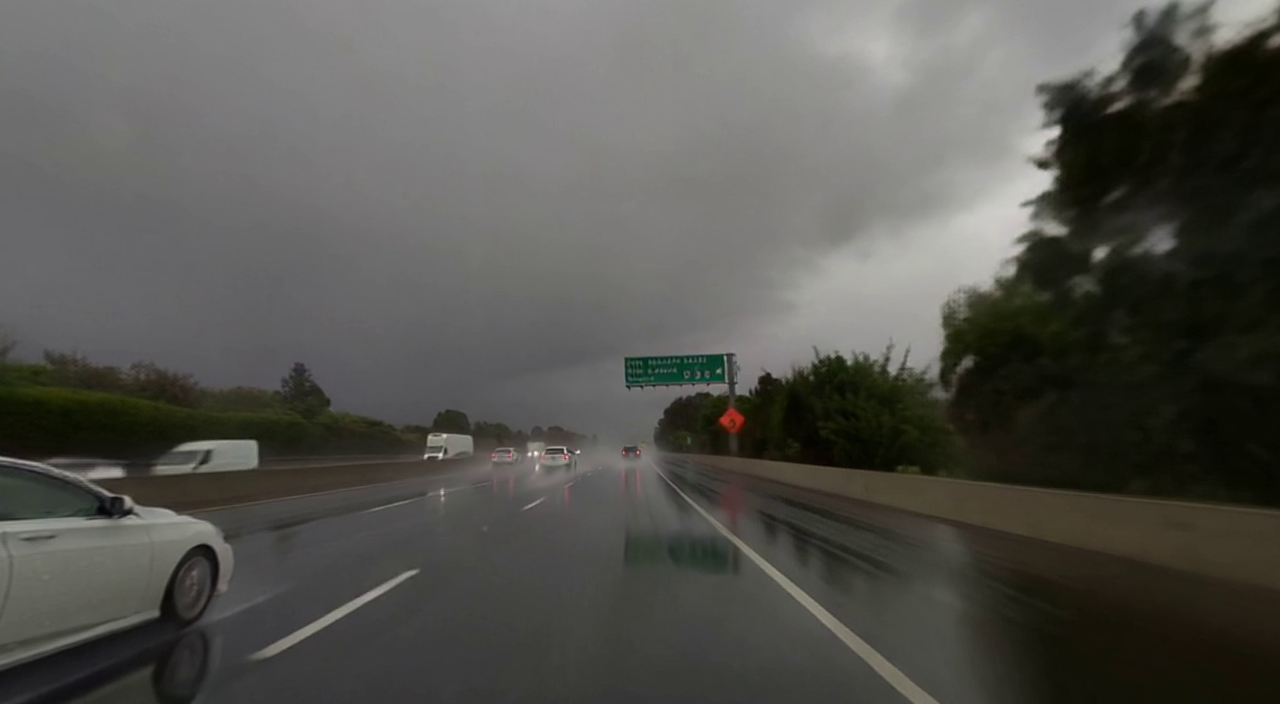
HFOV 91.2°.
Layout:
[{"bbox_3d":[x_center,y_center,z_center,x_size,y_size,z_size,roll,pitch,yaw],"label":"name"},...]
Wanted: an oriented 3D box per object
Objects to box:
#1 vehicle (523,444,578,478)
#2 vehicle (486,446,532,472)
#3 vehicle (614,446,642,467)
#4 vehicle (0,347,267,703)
[{"bbox_3d":[-4.167,5.135,29.668,1.988,1.477,4.118,0,-9,0],"label":"vehicle"},{"bbox_3d":[-7.904,6.467,38.059,1.936,1.516,3.904,0,-9,0],"label":"vehicle"},{"bbox_3d":[-0.888,7.724,46.538,2.023,1.479,3.718,0,-9,-1],"label":"vehicle"},{"bbox_3d":[-4.035,0.840,2.682,2.074,1.779,4.588,0,-9,-1],"label":"vehicle"}]
